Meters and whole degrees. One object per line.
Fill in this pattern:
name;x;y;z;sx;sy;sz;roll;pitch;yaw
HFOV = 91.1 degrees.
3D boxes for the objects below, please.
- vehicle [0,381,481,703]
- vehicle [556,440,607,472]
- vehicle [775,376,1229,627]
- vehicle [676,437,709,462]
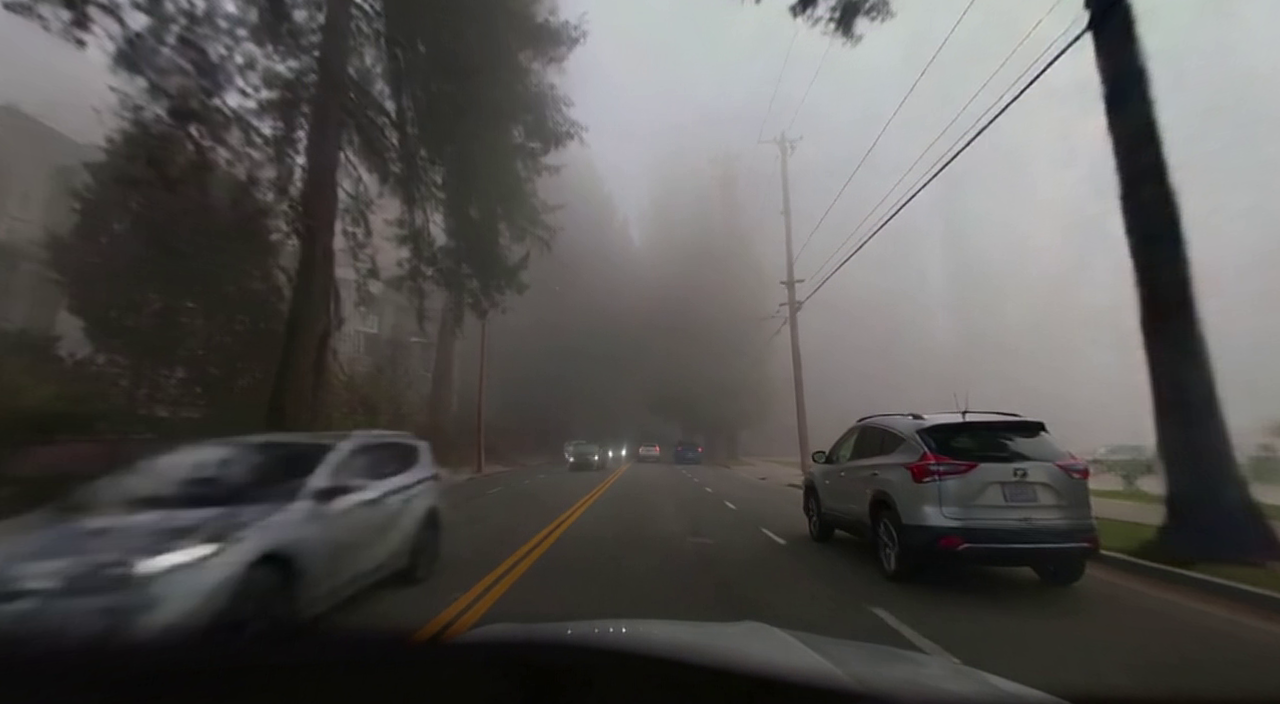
vehicle;-2.931;1.198;4.550;2.182;1.486;4.809;0;-8;1
vehicle;-2.934;5.318;32.435;2.096;1.515;4.481;0;-8;2
vehicle;3.280;1.497;7.353;2.219;1.881;5.104;0;-8;0
vehicle;3.926;7.354;47.582;2.069;1.791;4.422;0;-8;0
